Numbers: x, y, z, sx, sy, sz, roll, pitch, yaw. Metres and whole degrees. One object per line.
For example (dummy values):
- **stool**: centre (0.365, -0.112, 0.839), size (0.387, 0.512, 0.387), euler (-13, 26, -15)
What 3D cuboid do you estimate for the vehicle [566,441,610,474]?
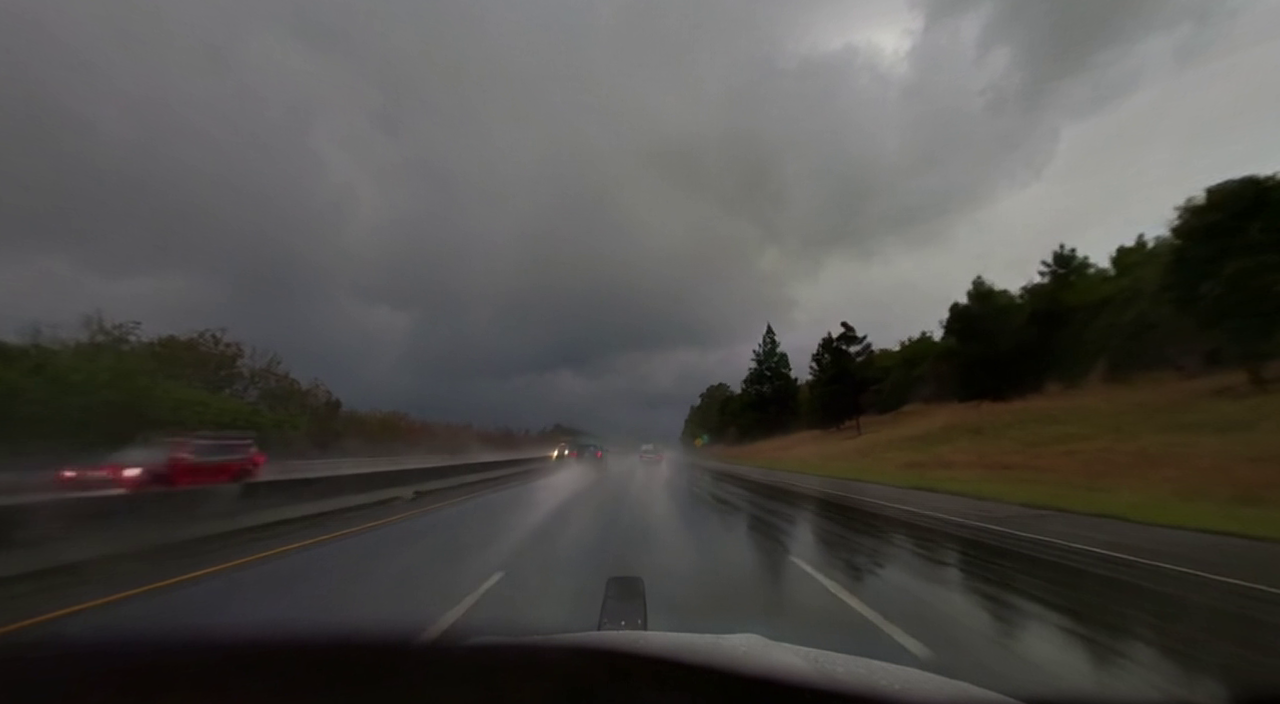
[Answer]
- **vehicle**: centre (-2.934, 6.129, 36.641), size (2.143, 1.770, 4.283), euler (0, -9, 1)

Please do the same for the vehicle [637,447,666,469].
- **vehicle**: centre (0.806, 7.870, 46.828), size (2.036, 1.519, 4.225), euler (0, -9, 0)

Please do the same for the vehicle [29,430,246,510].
- **vehicle**: centre (-13.375, 3.151, 17.296), size (2.072, 1.878, 4.726), euler (0, -9, -1)
